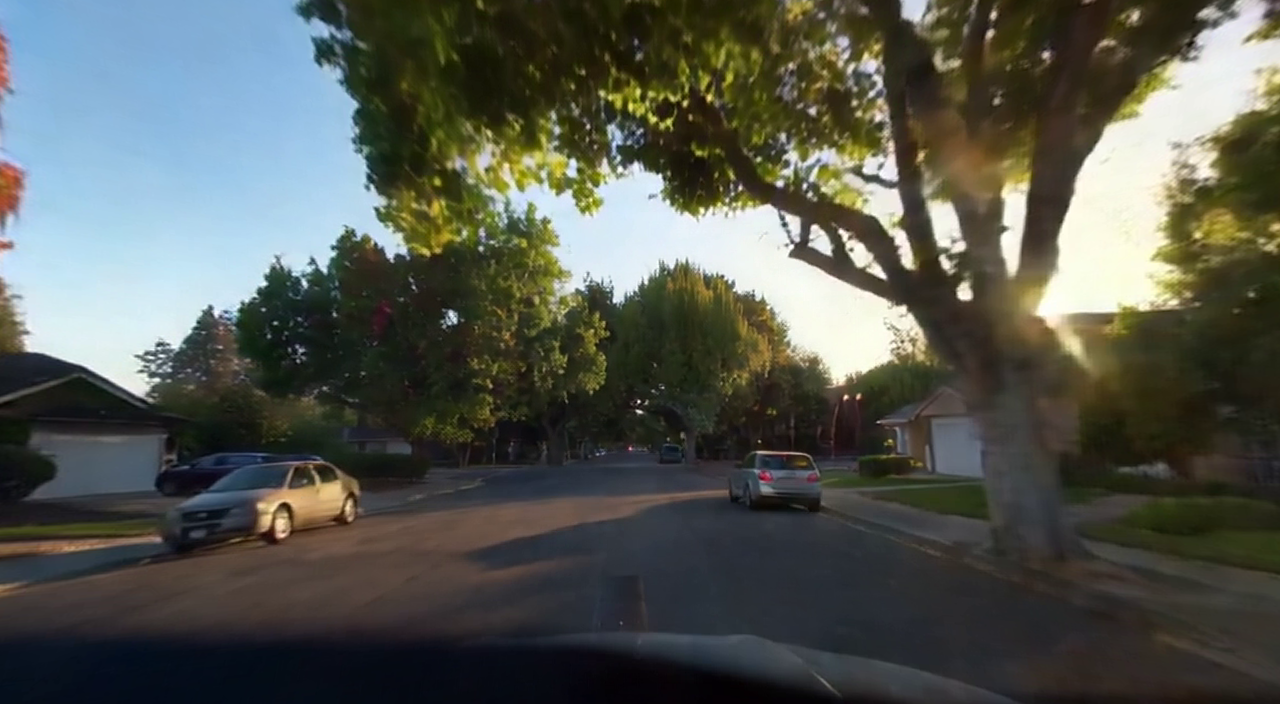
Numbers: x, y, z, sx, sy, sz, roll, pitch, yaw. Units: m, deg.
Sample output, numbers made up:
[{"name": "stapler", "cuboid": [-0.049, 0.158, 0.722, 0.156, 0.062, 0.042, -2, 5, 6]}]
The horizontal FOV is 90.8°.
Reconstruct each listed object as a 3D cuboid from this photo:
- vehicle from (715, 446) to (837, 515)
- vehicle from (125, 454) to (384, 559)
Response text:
[{"name": "vehicle", "cuboid": [3.245, 3.142, 16.054, 1.986, 1.476, 4.306, 0, -9, -3]}, {"name": "vehicle", "cuboid": [-6.649, 2.660, 11.685, 2.035, 1.480, 4.508, 0, -9, -1]}]
